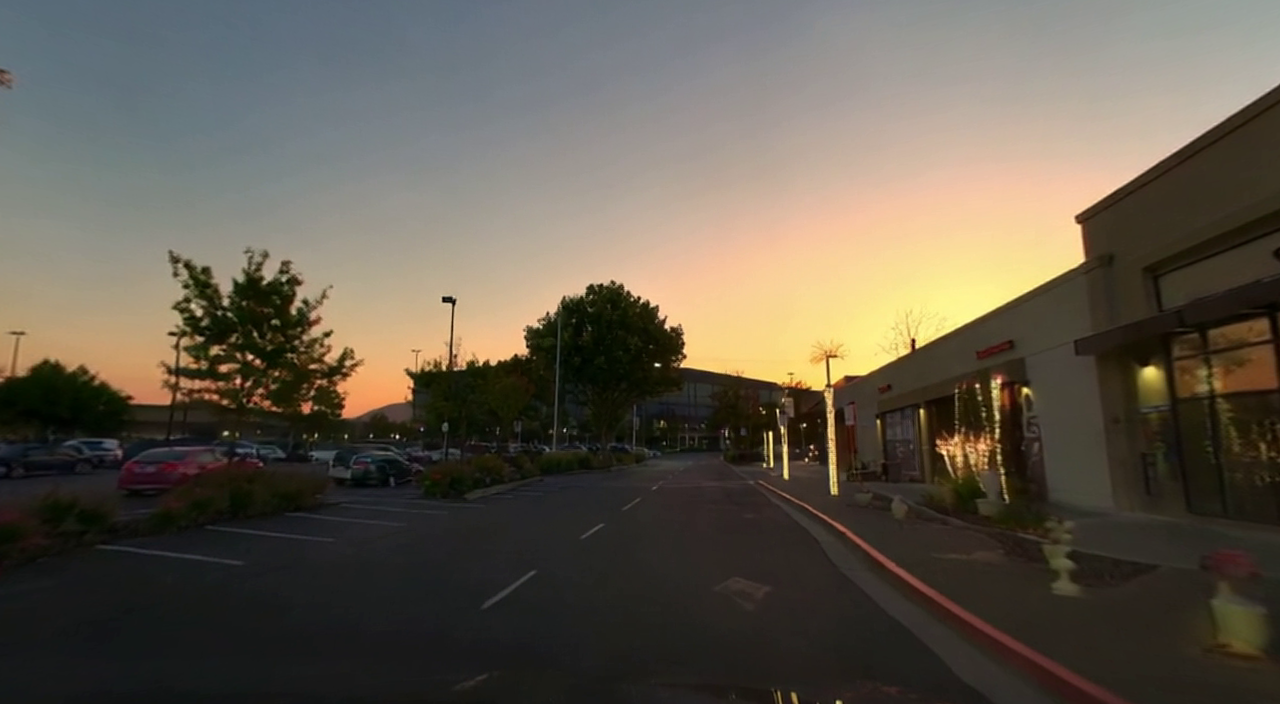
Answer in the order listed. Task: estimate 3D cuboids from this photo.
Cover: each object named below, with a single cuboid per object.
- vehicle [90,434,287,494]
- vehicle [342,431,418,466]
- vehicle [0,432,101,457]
[{"bbox_3d":[-12.327,3.075,17.716,1.847,1.443,4.484,-1,-8,7],"label":"vehicle"},{"bbox_3d":[-15.196,5.666,37.177,1.972,1.923,4.535,-1,-8,9],"label":"vehicle"},{"bbox_3d":[-36.701,5.795,39.429,1.858,1.449,4.296,-1,-8,10],"label":"vehicle"}]
